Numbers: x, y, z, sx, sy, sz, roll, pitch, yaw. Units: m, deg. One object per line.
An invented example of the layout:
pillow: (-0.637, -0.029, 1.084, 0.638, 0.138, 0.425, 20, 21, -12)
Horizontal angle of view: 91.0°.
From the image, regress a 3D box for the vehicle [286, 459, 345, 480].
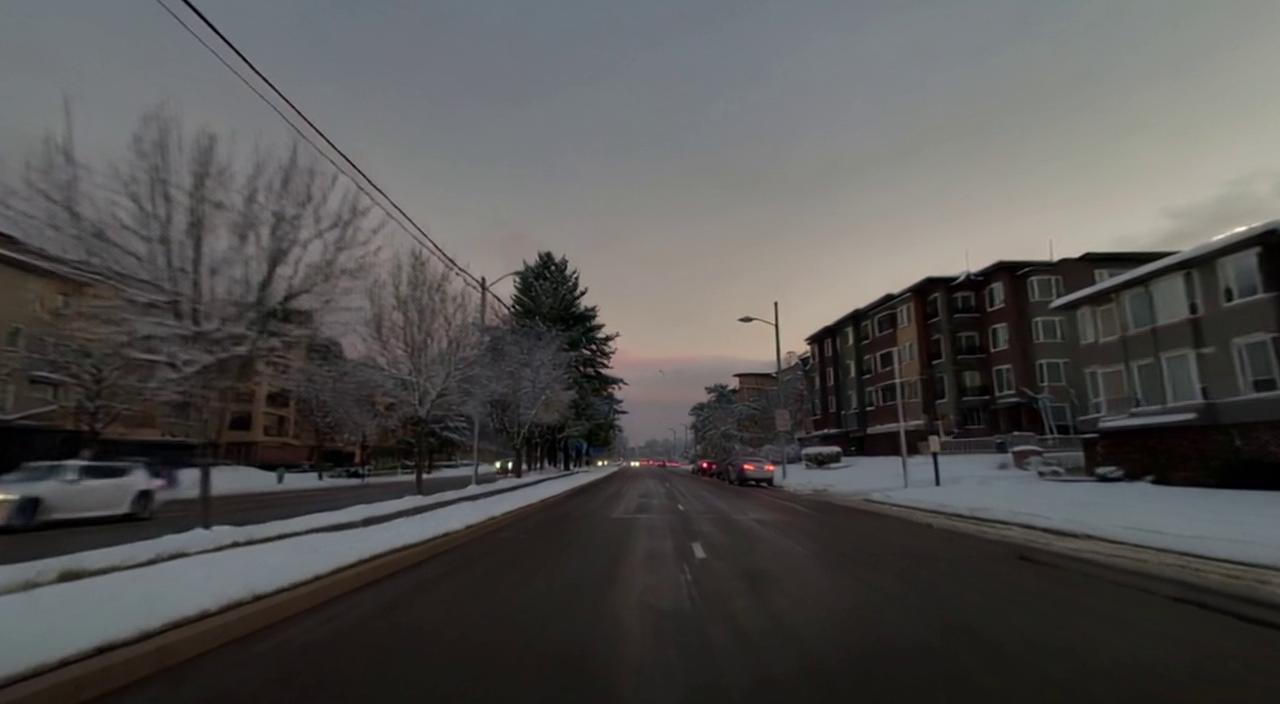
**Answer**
vehicle: (-25.645, 9.316, 49.976, 1.939, 1.514, 4.793, 0, -9, 3)

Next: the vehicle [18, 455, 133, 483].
vehicle: (-33.280, 6.863, 37.207, 2.023, 1.567, 4.818, -9, -13, 44)

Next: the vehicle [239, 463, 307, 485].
vehicle: (-25.856, 8.582, 44.512, 1.931, 1.427, 4.578, 0, -9, 1)

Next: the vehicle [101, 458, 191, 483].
vehicle: (-32.539, 7.782, 41.520, 1.836, 1.533, 4.324, -9, -13, 43)

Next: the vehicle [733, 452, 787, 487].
vehicle: (7.006, 6.901, 37.342, 2.241, 1.877, 4.810, 0, -9, 0)
